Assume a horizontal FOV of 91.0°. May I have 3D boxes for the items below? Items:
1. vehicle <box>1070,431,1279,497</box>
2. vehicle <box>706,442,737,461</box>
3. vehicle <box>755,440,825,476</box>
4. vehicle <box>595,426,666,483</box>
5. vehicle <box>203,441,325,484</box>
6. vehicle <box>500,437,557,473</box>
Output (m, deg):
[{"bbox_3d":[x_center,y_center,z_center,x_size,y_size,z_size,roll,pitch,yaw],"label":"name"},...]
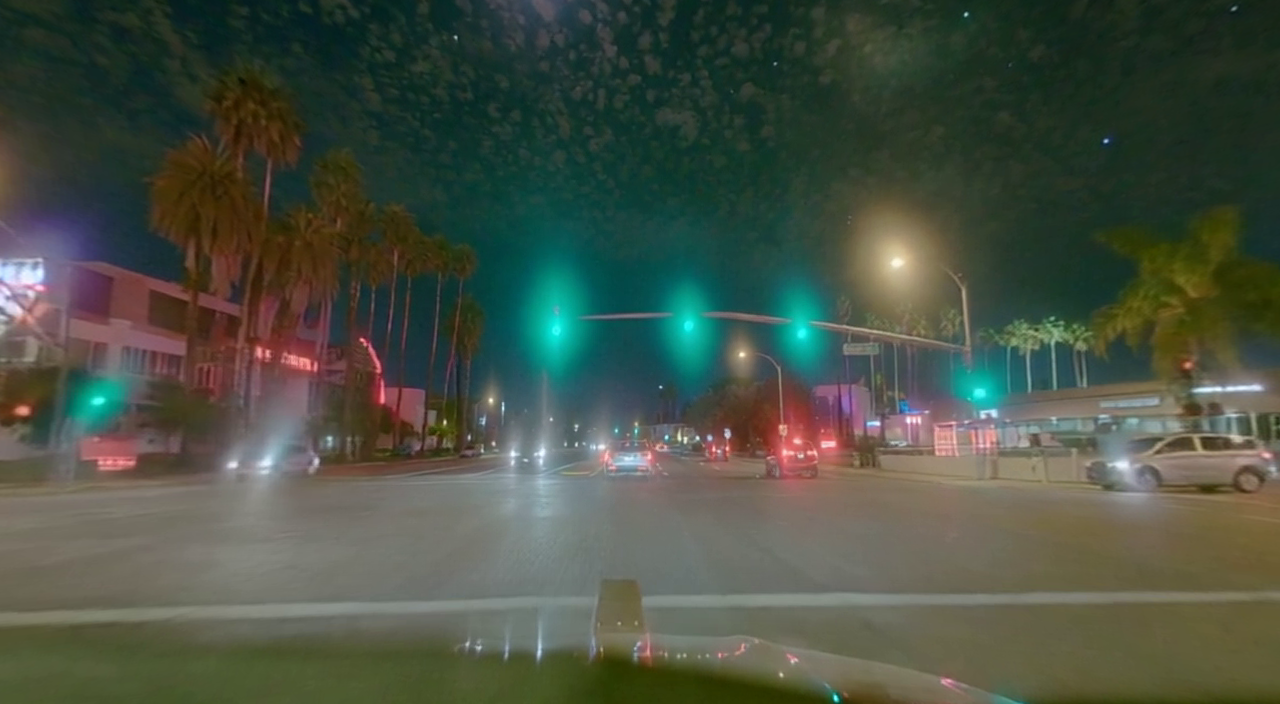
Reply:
[{"bbox_3d":[15.351,3.121,17.758,4.722,1.695,2.121,-2,-9,11],"label":"vehicle"},{"bbox_3d":[6.388,7.855,49.829,1.777,1.443,3.942,0,-8,-2],"label":"vehicle"},{"bbox_3d":[6.716,4.807,28.757,1.975,1.483,4.769,0,-8,-1],"label":"vehicle"},{"bbox_3d":[-0.306,3.622,22.444,2.277,1.816,4.192,0,-8,0],"label":"vehicle"},{"bbox_3d":[-14.770,4.347,25.113,1.850,1.544,4.858,0,-8,0],"label":"vehicle"},{"bbox_3d":[-5.310,4.933,30.495,2.028,1.489,4.386,-3,-8,-1],"label":"vehicle"}]
